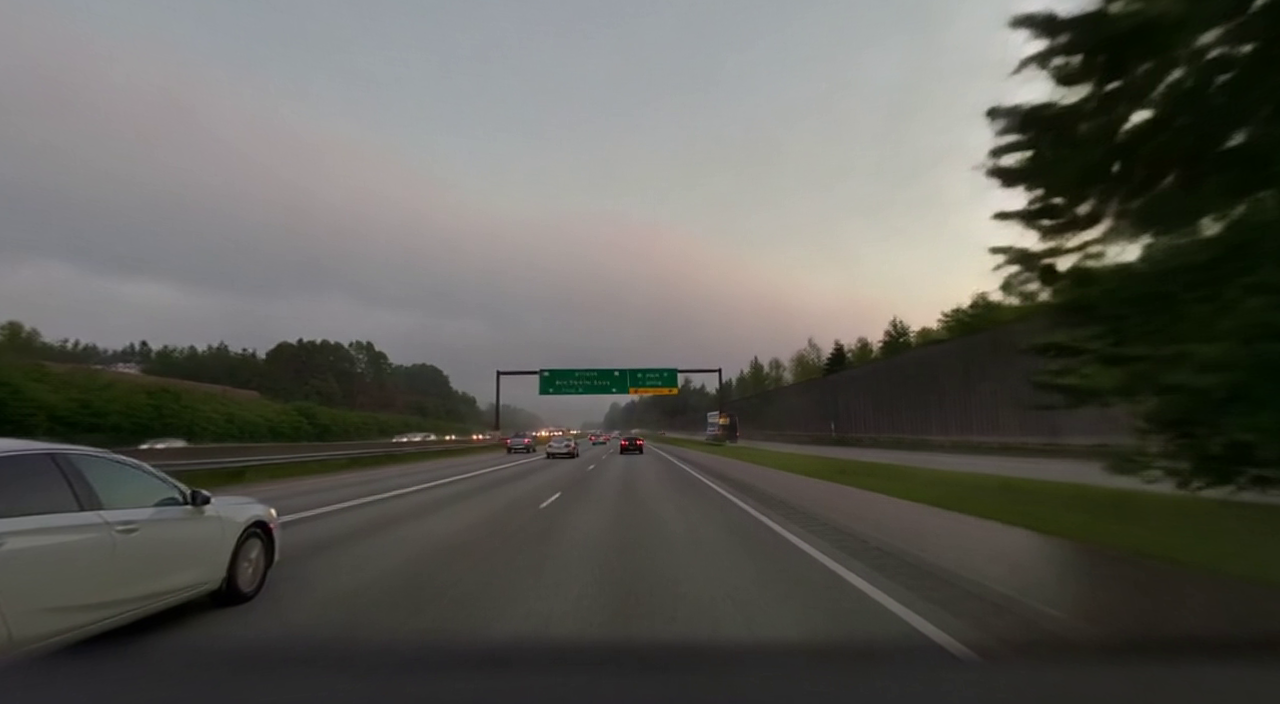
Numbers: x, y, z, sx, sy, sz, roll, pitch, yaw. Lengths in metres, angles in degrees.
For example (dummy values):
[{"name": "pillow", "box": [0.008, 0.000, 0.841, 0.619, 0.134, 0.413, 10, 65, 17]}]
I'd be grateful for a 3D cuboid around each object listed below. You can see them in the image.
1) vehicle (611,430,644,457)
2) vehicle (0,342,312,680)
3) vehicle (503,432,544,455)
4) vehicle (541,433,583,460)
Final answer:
[{"name": "vehicle", "box": [-0.743, 5.753, 39.573, 2.002, 1.611, 3.778, 0, -8, 0]}, {"name": "vehicle", "box": [-4.479, 1.006, 4.478, 1.971, 1.822, 4.366, 0, -8, -1]}, {"name": "vehicle", "box": [-8.249, 6.533, 44.983, 1.953, 1.524, 4.863, 0, -8, 0]}, {"name": "vehicle", "box": [-4.389, 5.359, 35.854, 1.909, 1.445, 4.087, 0, -8, 0]}]
